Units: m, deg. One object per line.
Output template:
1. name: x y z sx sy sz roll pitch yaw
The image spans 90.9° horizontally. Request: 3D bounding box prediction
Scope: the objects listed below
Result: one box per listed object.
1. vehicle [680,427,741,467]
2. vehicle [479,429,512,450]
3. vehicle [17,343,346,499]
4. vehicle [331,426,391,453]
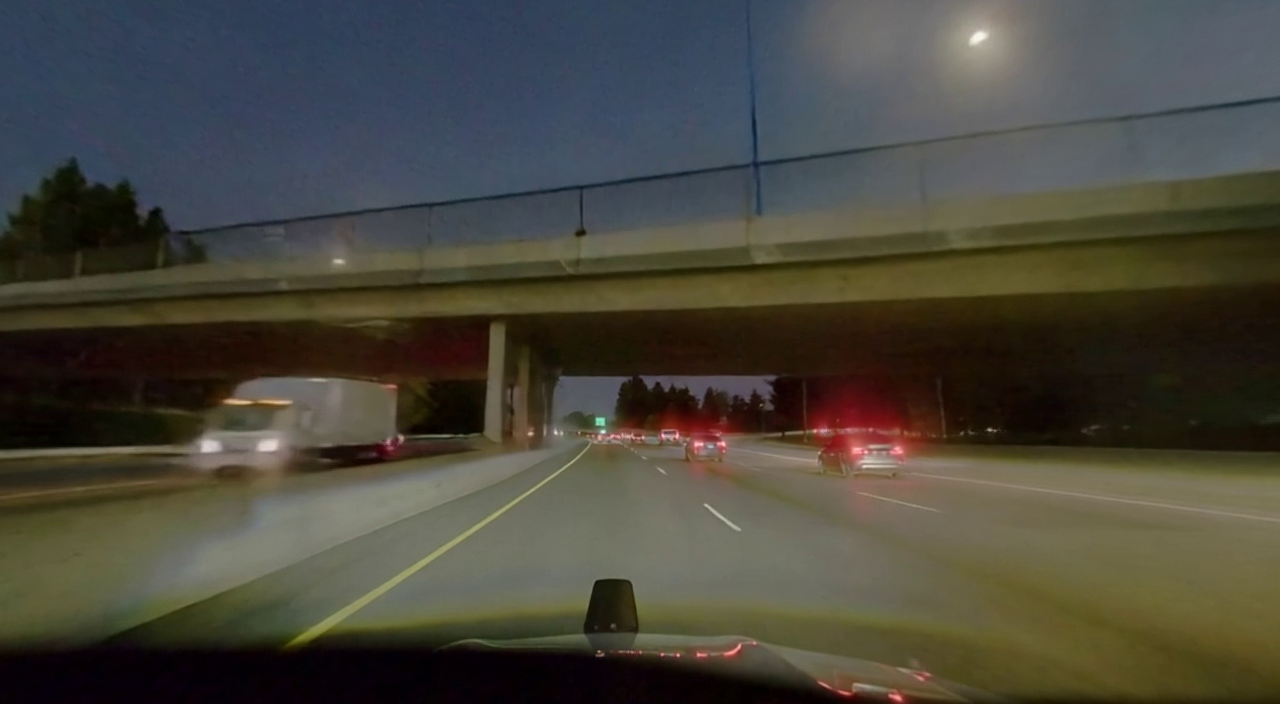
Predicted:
1. vehicle: 2.937 4.037 27.075 1.938 1.578 3.764 0 -8 -3
2. vehicle: -10.819 6.563 47.324 1.729 1.450 3.703 0 -8 -3
3. vehicle: -9.365 1.611 14.204 2.262 2.615 7.071 0 -8 -2
4. vehicle: -18.020 5.665 40.974 2.132 1.676 4.466 0 -8 -4
